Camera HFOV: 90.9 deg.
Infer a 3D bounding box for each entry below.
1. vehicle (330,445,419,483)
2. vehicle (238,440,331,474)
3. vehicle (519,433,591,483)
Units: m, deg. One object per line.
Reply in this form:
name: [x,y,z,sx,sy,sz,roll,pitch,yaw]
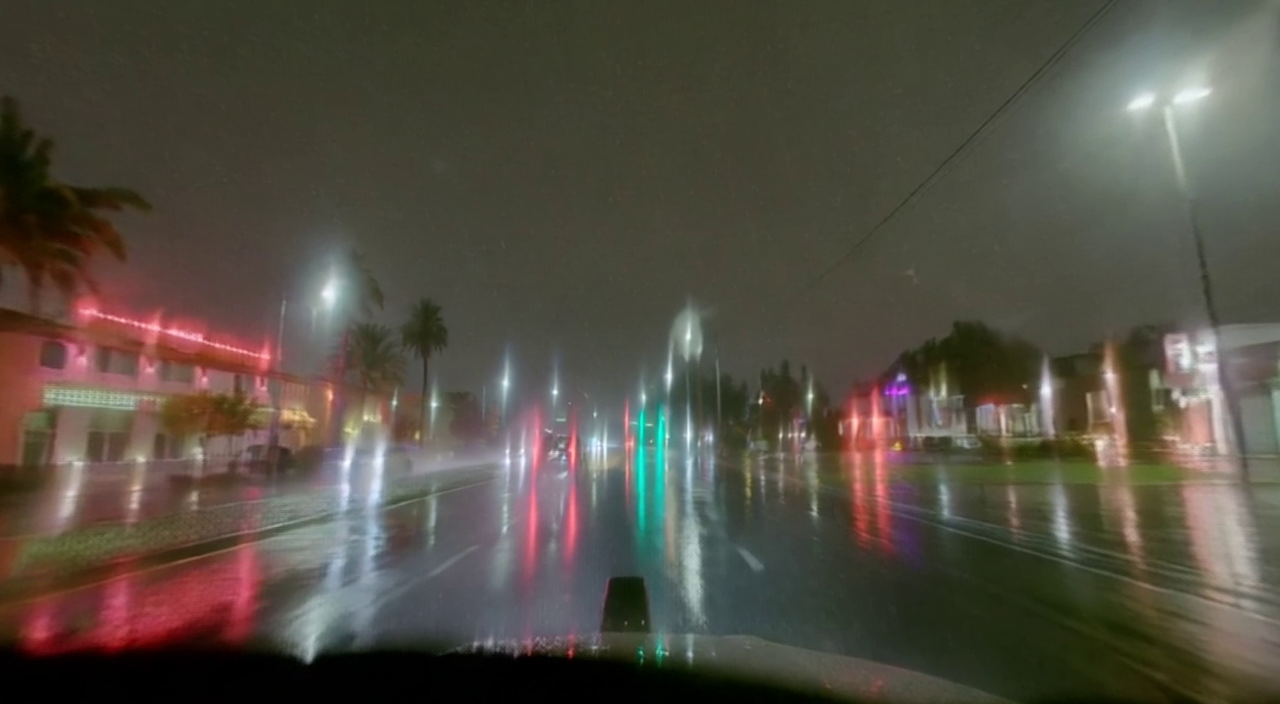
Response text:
vehicle: [-11.114,4.696,26.731,1.930,1.480,4.115,0,-8,1]
vehicle: [-22.266,6.590,39.819,2.452,1.859,5.964,-3,-9,0]
vehicle: [-3.109,3.997,24.080,2.062,1.693,4.669,0,-8,1]
